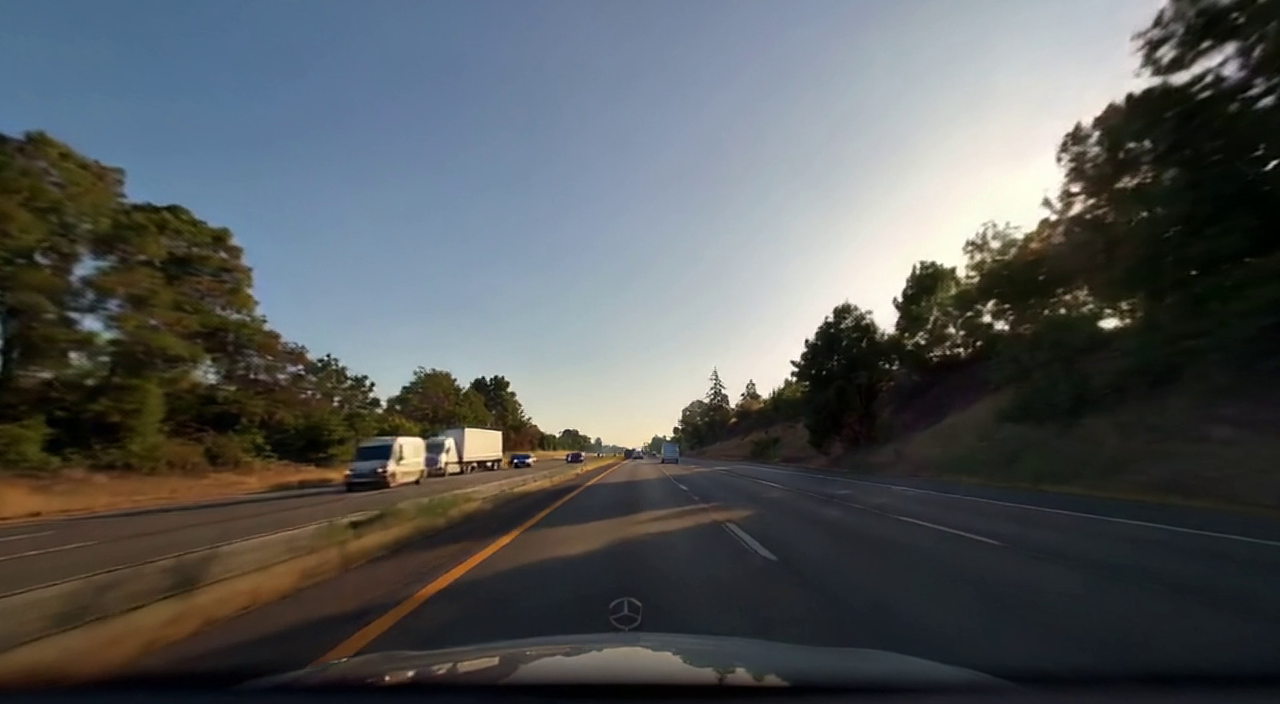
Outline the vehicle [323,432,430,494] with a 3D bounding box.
[{"bbox_3d":[-12.398,5.254,30.396,2.392,2.623,6.454,0,-9,0],"label":"vehicle"}]
